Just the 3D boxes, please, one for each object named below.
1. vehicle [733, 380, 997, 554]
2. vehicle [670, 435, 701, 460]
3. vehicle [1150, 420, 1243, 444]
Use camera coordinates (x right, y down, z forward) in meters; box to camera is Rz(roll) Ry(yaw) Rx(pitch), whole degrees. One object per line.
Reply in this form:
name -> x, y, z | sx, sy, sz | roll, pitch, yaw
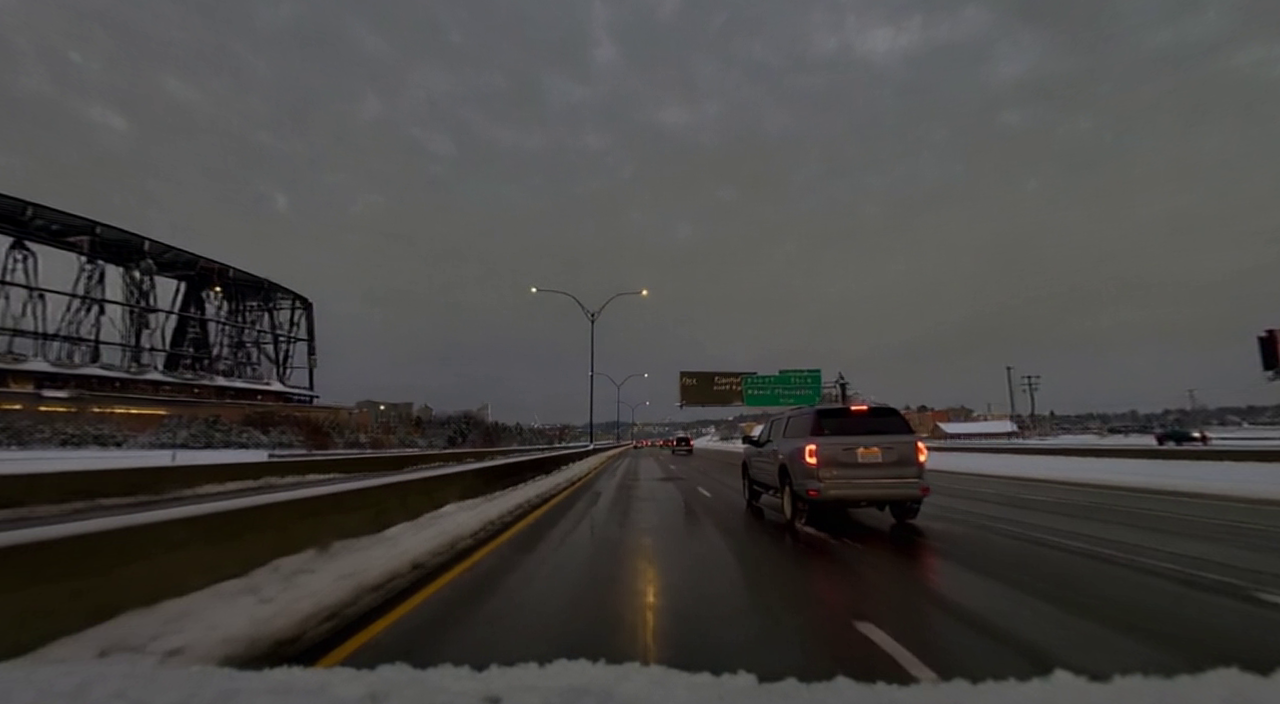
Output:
vehicle -> 3.006, 1.699, 9.938 | 2.199, 2.002, 4.970 | 0, -8, -1
vehicle -> 3.302, 7.010, 46.404 | 1.973, 1.774, 4.092 | 0, -8, 0
vehicle -> 41.227, 6.009, 47.015 | 2.086, 1.693, 5.339 | 0, -8, 0
